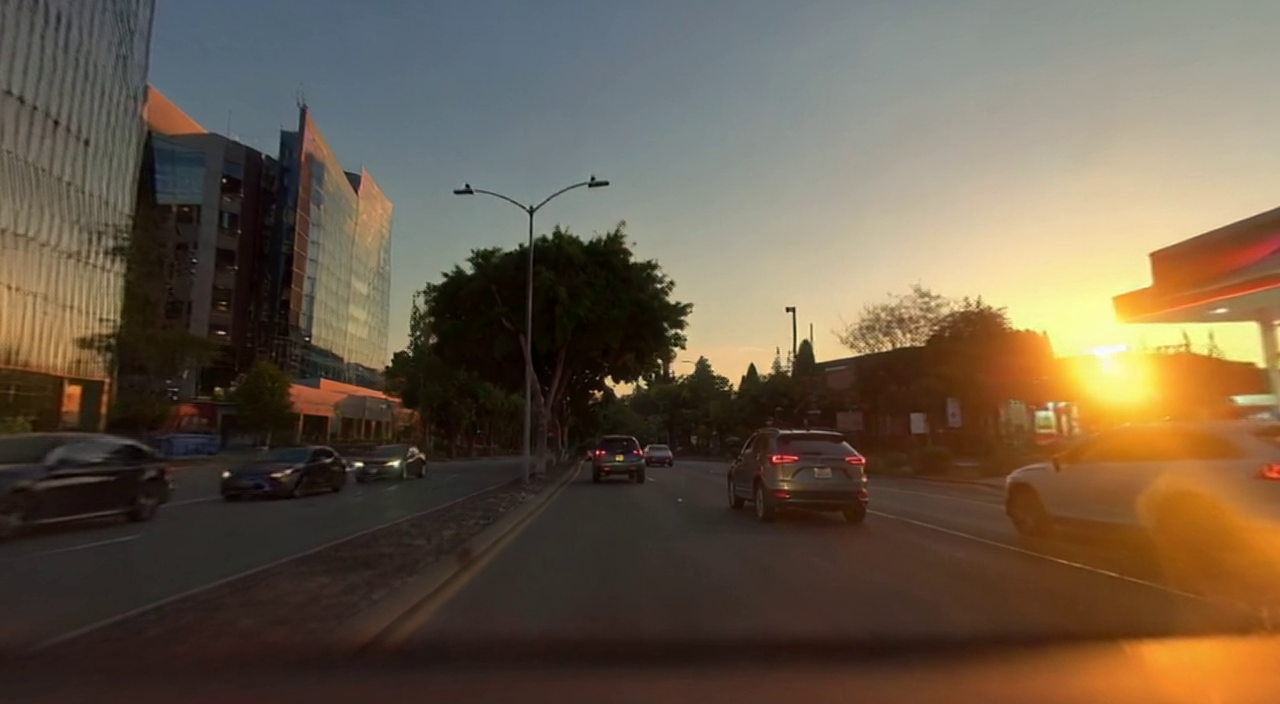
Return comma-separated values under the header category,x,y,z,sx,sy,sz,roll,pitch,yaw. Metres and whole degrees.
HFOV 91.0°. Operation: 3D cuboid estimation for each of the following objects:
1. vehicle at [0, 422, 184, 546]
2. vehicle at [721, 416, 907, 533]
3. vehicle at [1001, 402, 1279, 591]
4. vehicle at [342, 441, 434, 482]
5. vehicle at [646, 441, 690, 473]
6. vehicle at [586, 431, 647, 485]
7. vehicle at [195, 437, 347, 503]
category,x,y,z,sx,sy,sz,roll,pitch,yaw
vehicle,-9.214,1.880,9.354,1.943,1.575,3.927,0,-8,-2
vehicle,2.914,2.169,11.682,2.000,1.745,4.206,1,-8,-4
vehicle,6.601,1.531,7.298,2.047,1.653,4.423,0,-8,-3
vehicle,-9.655,4.218,24.533,1.872,1.439,4.507,0,-8,-2
vehicle,1.430,5.551,33.634,1.800,1.592,3.658,1,-8,-6
vehicle,-0.938,3.873,23.278,2.051,1.798,4.168,1,-8,-4
vehicle,-9.015,2.879,15.782,1.665,1.442,3.720,0,-8,-2
